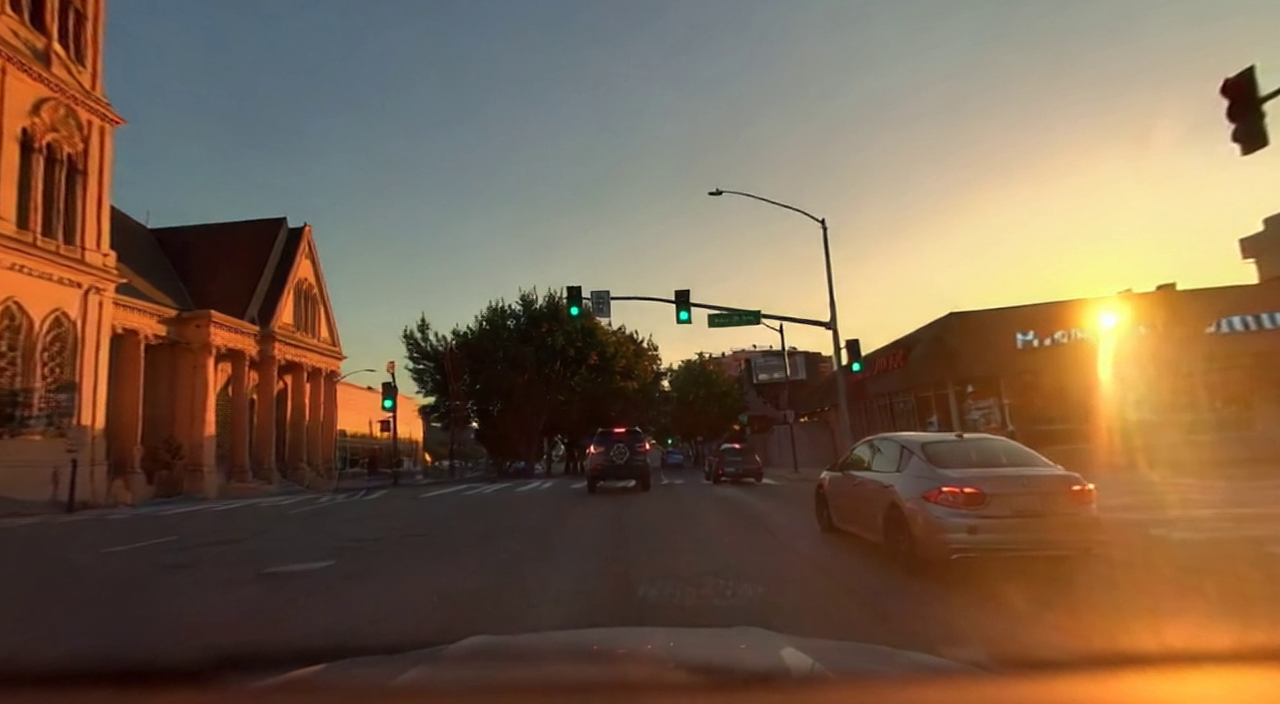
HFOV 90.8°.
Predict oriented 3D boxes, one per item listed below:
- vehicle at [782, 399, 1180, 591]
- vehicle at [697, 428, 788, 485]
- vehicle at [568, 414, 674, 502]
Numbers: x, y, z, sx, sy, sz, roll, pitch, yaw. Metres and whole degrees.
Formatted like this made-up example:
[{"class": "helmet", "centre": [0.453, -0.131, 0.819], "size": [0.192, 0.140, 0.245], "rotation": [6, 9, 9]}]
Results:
[{"class": "vehicle", "centre": [3.190, 1.457, 7.230], "size": [1.883, 1.472, 4.471], "rotation": [0, -9, -3]}, {"class": "vehicle", "centre": [2.910, 3.108, 18.944], "size": [1.890, 1.491, 4.166], "rotation": [0, -9, -2]}, {"class": "vehicle", "centre": [-0.476, 2.492, 15.105], "size": [2.168, 1.776, 4.135], "rotation": [0, -9, -2]}]
